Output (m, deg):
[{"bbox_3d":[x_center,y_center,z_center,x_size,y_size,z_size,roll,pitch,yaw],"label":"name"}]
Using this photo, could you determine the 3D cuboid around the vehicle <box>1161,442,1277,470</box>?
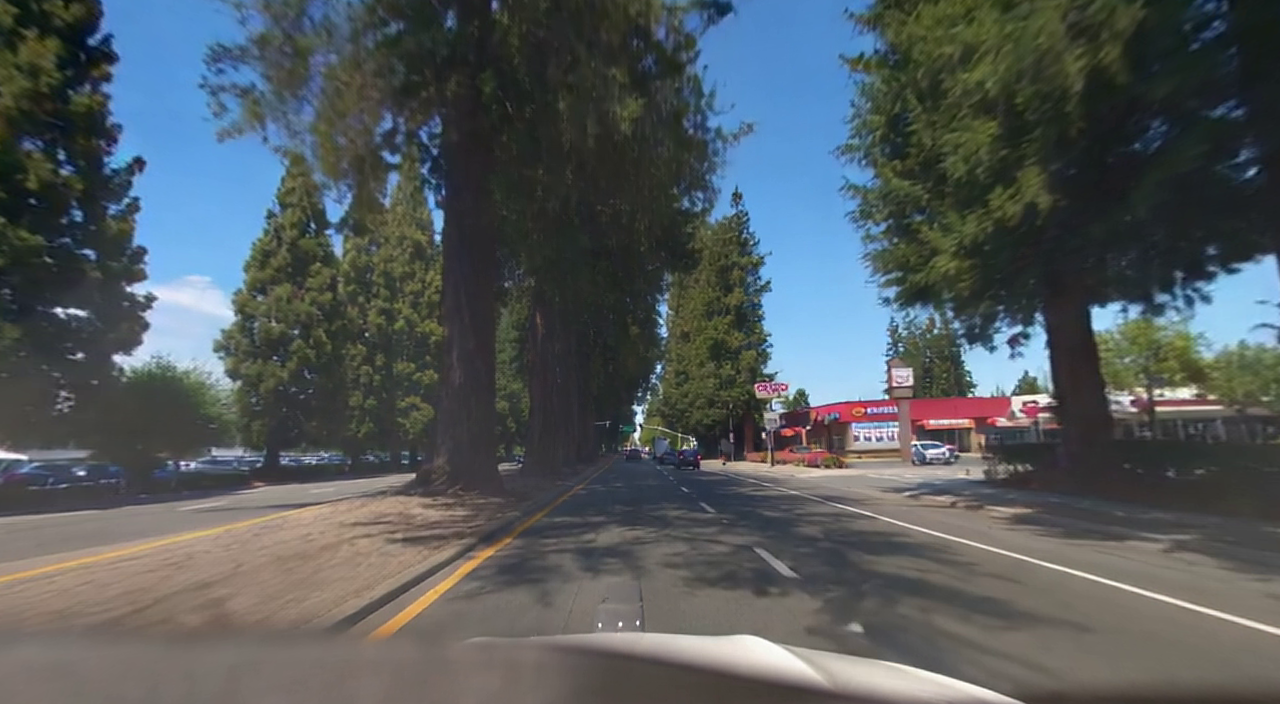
[{"bbox_3d":[34.872,6.204,38.175,1.853,1.552,4.707,4,-9,-30],"label":"vehicle"}]

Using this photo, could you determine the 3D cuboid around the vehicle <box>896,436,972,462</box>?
[{"bbox_3d":[20.619,6.822,44.420,4.210,1.727,2.227,1,-8,-8],"label":"vehicle"}]

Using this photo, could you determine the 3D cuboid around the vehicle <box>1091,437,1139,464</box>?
[{"bbox_3d":[36.738,7.612,48.981,2.160,1.948,4.256,-3,-9,27],"label":"vehicle"}]

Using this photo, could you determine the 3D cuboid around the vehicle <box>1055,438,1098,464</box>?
[{"bbox_3d":[34.155,7.692,49.524,2.181,1.901,4.222,-4,-9,28],"label":"vehicle"}]

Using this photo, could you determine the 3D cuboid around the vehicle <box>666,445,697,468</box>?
[{"bbox_3d":[3.156,8.078,49.066,2.041,1.531,4.236,1,-8,-1],"label":"vehicle"}]
